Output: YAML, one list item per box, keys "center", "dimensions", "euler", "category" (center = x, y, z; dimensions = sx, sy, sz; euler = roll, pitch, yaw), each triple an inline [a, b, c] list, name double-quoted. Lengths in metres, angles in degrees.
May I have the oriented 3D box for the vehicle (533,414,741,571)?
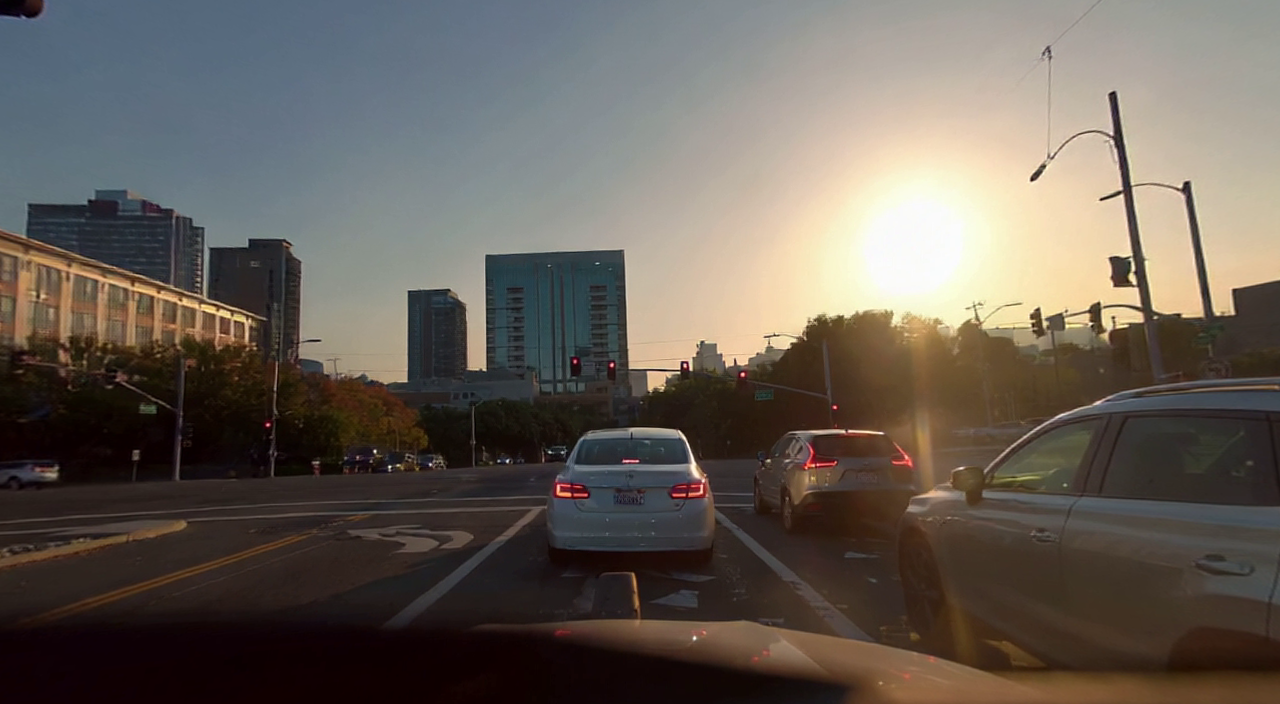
- center: [-0.081, 1.780, 8.747]
  dimensions: [2.188, 1.637, 4.027]
  euler: [0, -8, -1]
  category: "vehicle"

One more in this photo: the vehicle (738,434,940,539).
- center: [3.147, 2.220, 11.138]
  dimensions: [2.001, 1.463, 4.398]
  euler: [0, -8, -2]
  category: "vehicle"

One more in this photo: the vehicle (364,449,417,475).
- center: [-18.747, 8.260, 47.655]
  dimensions: [2.026, 1.836, 4.726]
  euler: [0, -8, 0]
  category: "vehicle"

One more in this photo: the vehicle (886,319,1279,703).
- center: [2.991, 0.869, 2.660]
  dimensions: [2.103, 1.701, 4.294]
  euler: [0, -8, -1]
  category: "vehicle"

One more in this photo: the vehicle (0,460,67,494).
- center: [-36.821, 7.298, 37.103]
  dimensions: [4.448, 1.837, 2.021]
  euler: [-1, -9, 4]
  category: "vehicle"
